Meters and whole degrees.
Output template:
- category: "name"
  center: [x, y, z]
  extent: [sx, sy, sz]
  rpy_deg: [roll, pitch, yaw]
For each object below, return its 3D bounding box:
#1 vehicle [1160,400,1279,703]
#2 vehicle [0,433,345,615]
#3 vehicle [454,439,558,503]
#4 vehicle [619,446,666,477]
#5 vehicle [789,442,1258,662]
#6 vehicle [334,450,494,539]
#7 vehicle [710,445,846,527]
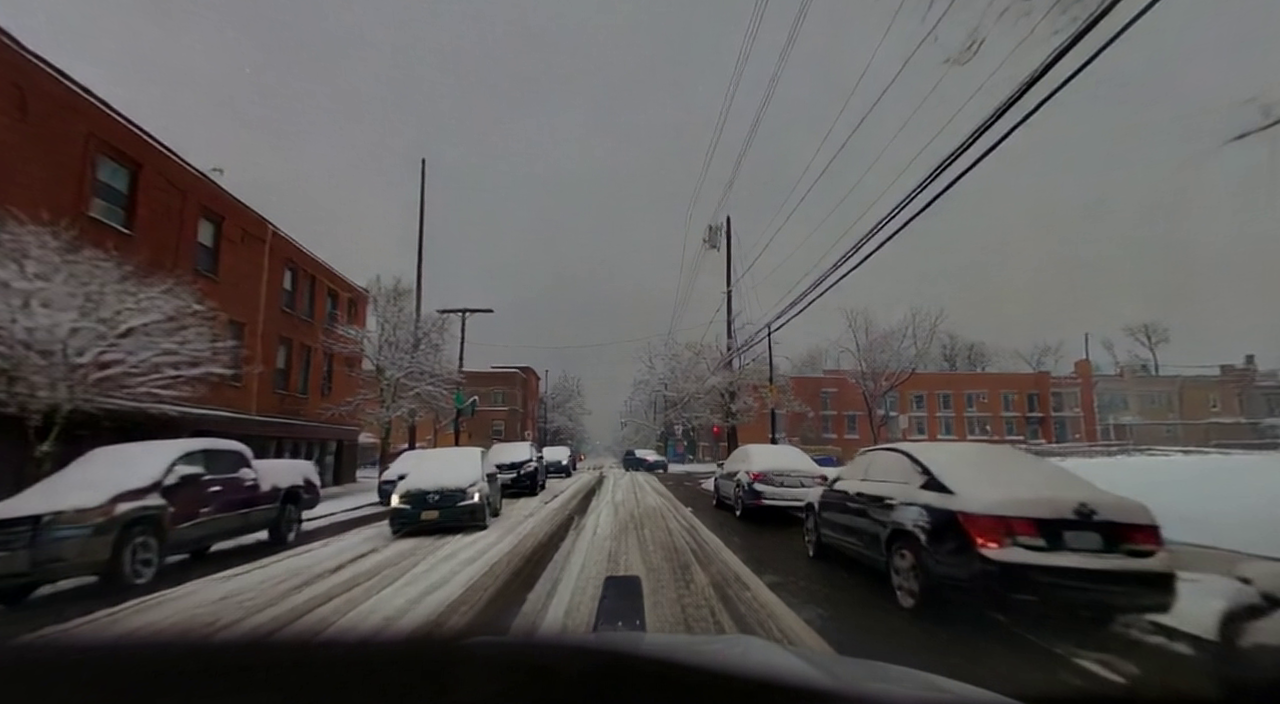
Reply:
- category: "vehicle"
  center: [3.302, 0.708, 0.603]
  extent: [1.895, 1.553, 4.235]
  rpy_deg: [0, -8, -2]
- category: "vehicle"
  center: [-6.916, 2.230, 9.553]
  extent: [2.263, 1.882, 5.706]
  rpy_deg: [0, -8, -1]
- category: "vehicle"
  center: [-4.217, 3.813, 20.837]
  extent: [2.236, 1.834, 4.743]
  rpy_deg: [0, -8, 2]
- category: "vehicle"
  center: [0.220, 6.460, 37.532]
  extent: [2.059, 1.736, 3.994]
  rpy_deg: [-2, -9, 11]
- category: "vehicle"
  center: [3.198, 1.716, 6.733]
  extent: [1.946, 1.474, 4.710]
  rpy_deg: [0, -8, -2]
- category: "vehicle"
  center: [-5.062, 2.900, 13.693]
  extent: [1.994, 1.510, 4.802]
  rpy_deg: [6, -10, -34]
- category: "vehicle"
  center: [2.854, 2.851, 14.153]
  extent: [1.913, 1.509, 4.436]
  rpy_deg: [0, -8, -2]
